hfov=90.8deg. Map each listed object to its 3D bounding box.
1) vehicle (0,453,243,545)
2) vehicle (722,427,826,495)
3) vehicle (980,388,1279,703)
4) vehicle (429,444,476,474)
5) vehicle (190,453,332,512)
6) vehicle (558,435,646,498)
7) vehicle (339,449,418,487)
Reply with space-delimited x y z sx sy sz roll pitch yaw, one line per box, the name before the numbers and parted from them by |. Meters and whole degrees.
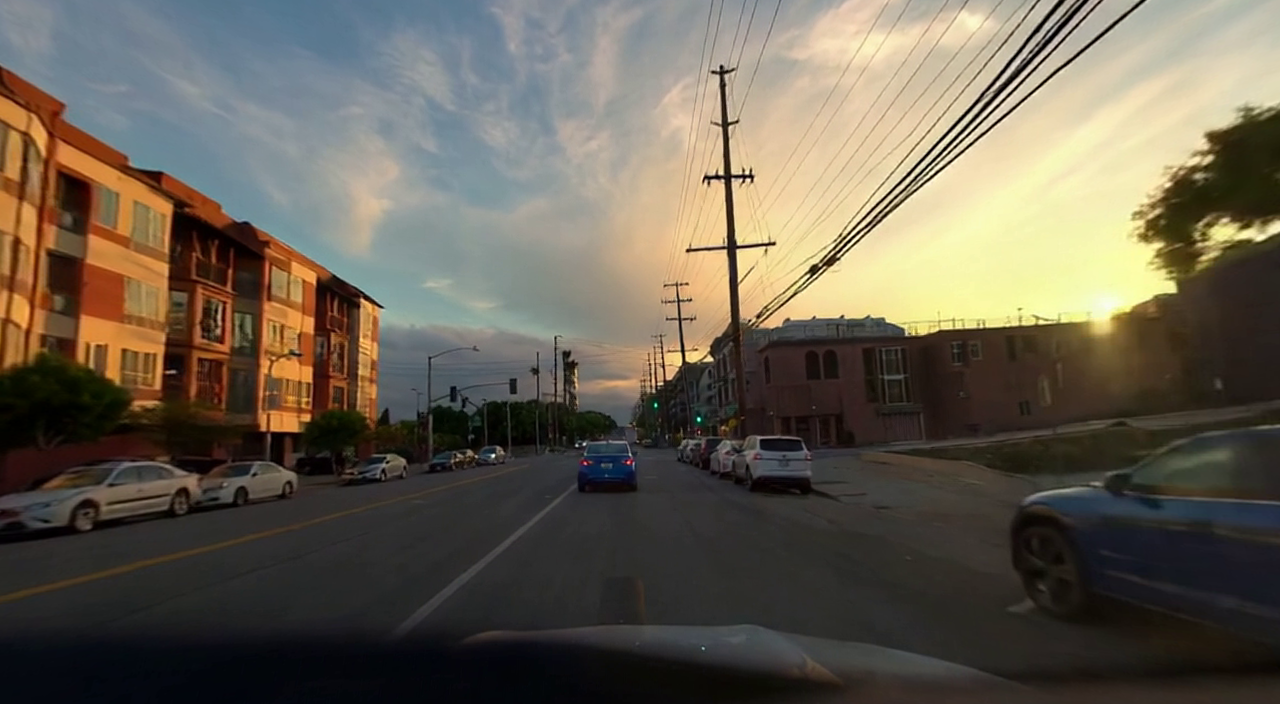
vehicle | -12.013 3.252 14.680 2.242 1.534 5.414 -4 -8 -2
vehicle | 3.672 3.082 18.214 1.967 1.721 4.410 0 -8 -1
vehicle | 4.077 1.006 3.162 1.938 1.570 4.872 2 -8 -2
vehicle | -12.222 6.978 41.456 2.011 1.687 4.079 -3 -8 -2
vehicle | -12.050 4.116 20.516 1.850 1.487 4.711 -4 -8 -2
vehicle | -0.891 2.991 17.002 2.019 1.453 4.603 0 -8 0
vehicle | -12.099 5.367 29.545 1.868 1.491 4.367 -4 -8 0
